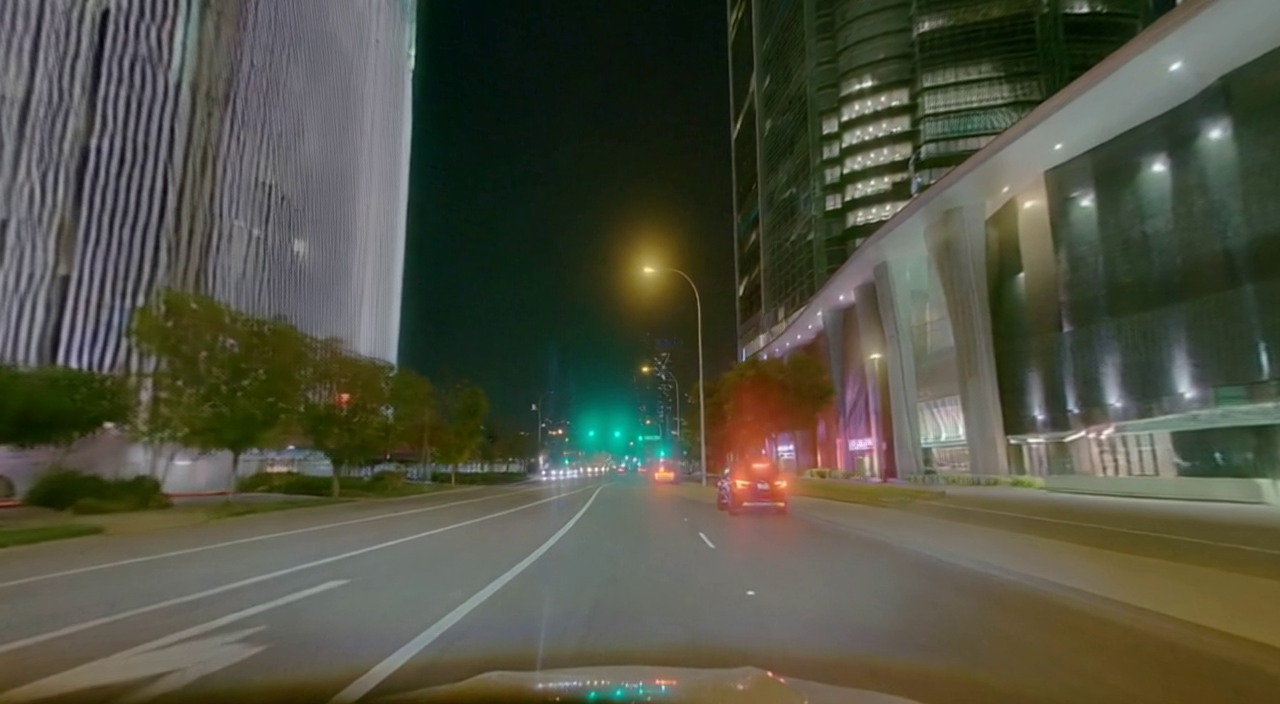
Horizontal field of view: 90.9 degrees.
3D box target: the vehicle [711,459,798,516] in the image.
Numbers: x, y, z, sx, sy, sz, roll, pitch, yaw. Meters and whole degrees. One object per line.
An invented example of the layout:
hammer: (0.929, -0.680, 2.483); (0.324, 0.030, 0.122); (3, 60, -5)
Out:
vehicle: (3.227, 3.924, 18.532); (1.899, 1.470, 3.666); (0, -10, 1)
